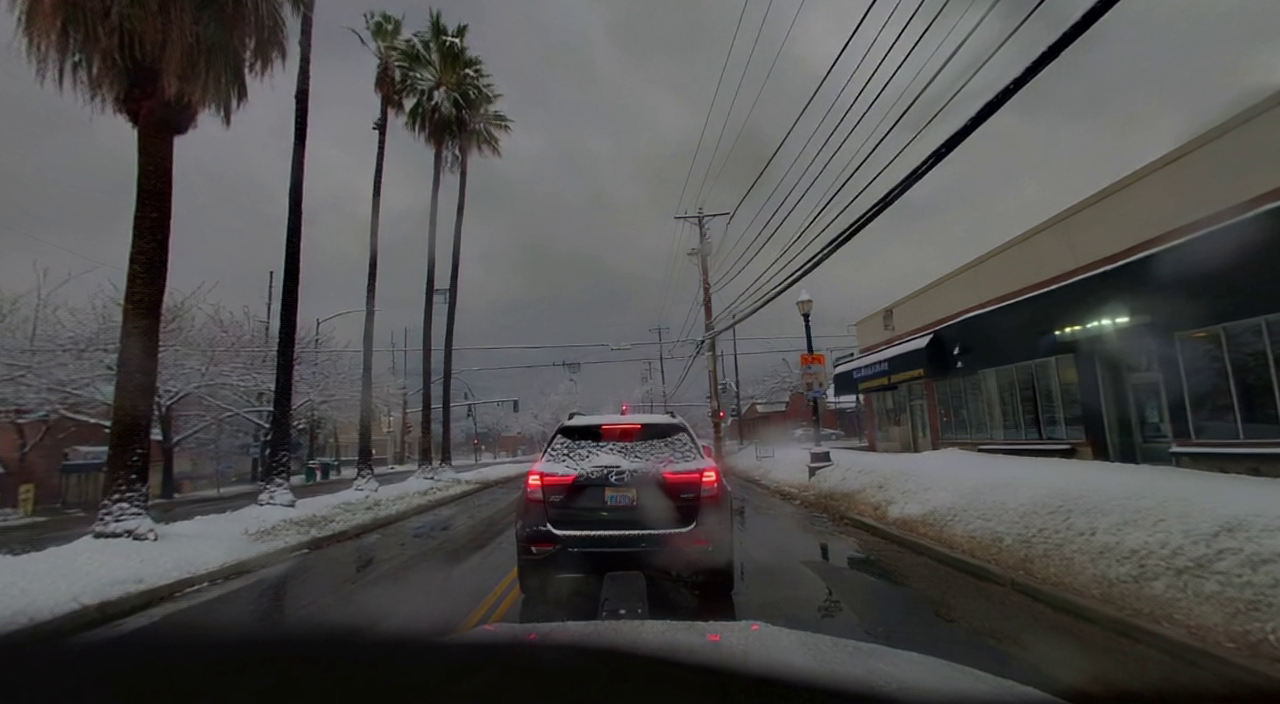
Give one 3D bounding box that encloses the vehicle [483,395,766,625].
[{"bbox_3d":[-0.200,1.449,6.683,2.105,1.702,3.750,0,-8,-3],"label":"vehicle"}]
